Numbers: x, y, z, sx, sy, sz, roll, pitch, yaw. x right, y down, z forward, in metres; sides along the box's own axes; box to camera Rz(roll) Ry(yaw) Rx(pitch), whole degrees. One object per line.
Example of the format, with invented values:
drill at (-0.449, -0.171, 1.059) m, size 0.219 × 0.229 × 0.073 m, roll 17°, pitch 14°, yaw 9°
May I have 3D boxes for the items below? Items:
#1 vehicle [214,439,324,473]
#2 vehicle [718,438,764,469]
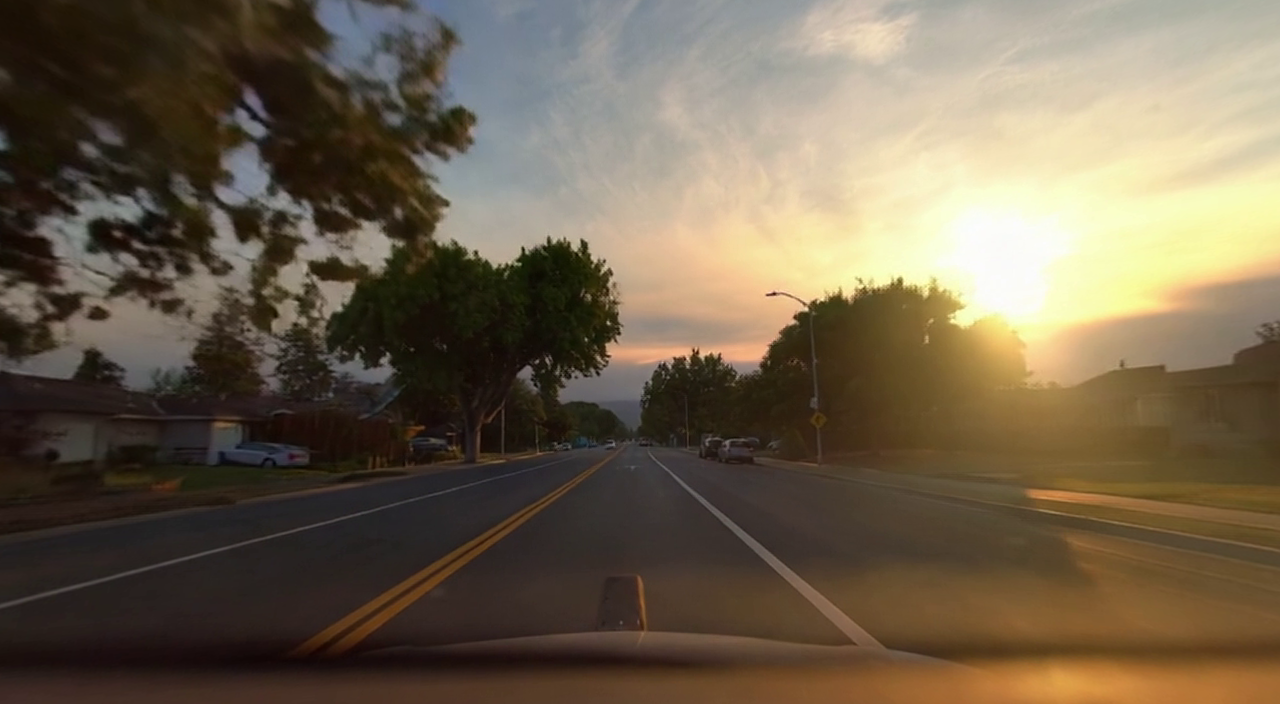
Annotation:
vehicle at (-19.660, 5.499, 33.579) m, size 4.497 × 1.674 × 2.168 m, roll -1°, pitch -8°, yaw 3°
vehicle at (6.458, 6.566, 40.976) m, size 2.099 × 1.878 × 4.476 m, roll 0°, pitch -8°, yaw -1°
